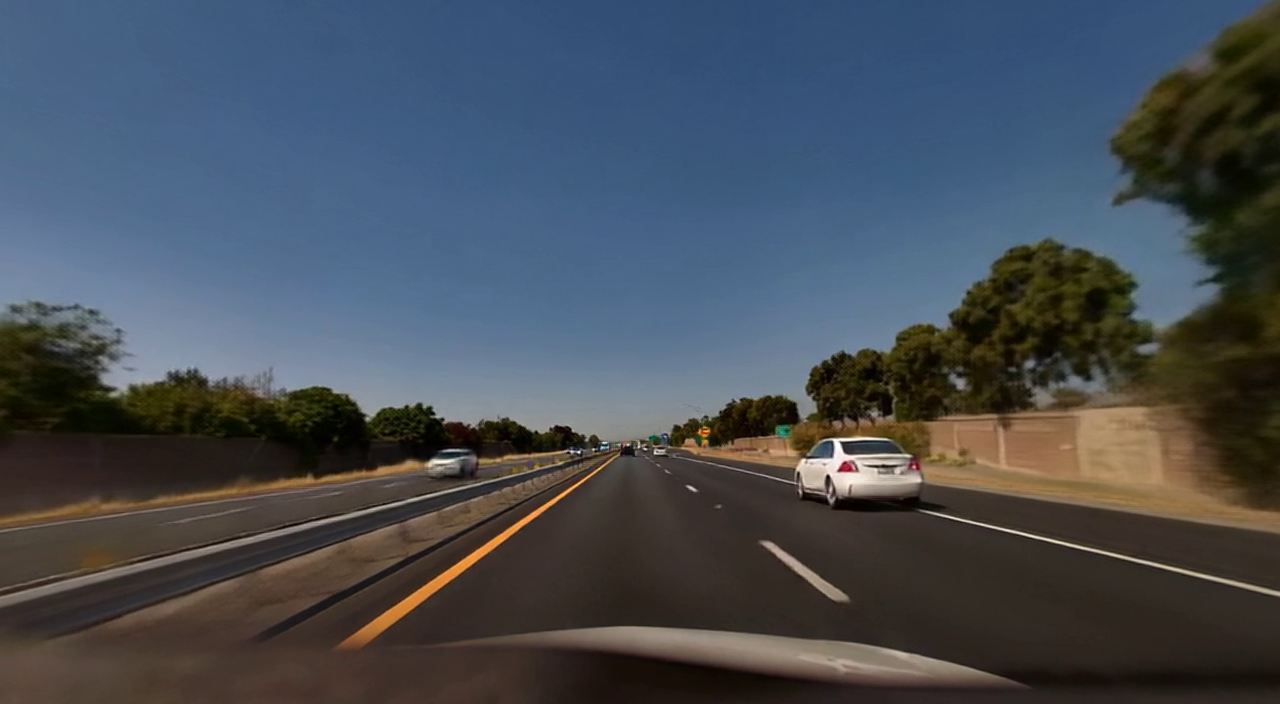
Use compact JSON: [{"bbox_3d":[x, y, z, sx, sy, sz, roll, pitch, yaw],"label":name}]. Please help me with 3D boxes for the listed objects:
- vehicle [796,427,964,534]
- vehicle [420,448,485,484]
[{"bbox_3d":[4.065,2.220,11.418,2.001,1.555,4.098,-2,-9,9],"label":"vehicle"},{"bbox_3d":[-9.094,5.546,30.839,1.963,1.577,4.320,0,-9,-1],"label":"vehicle"}]
